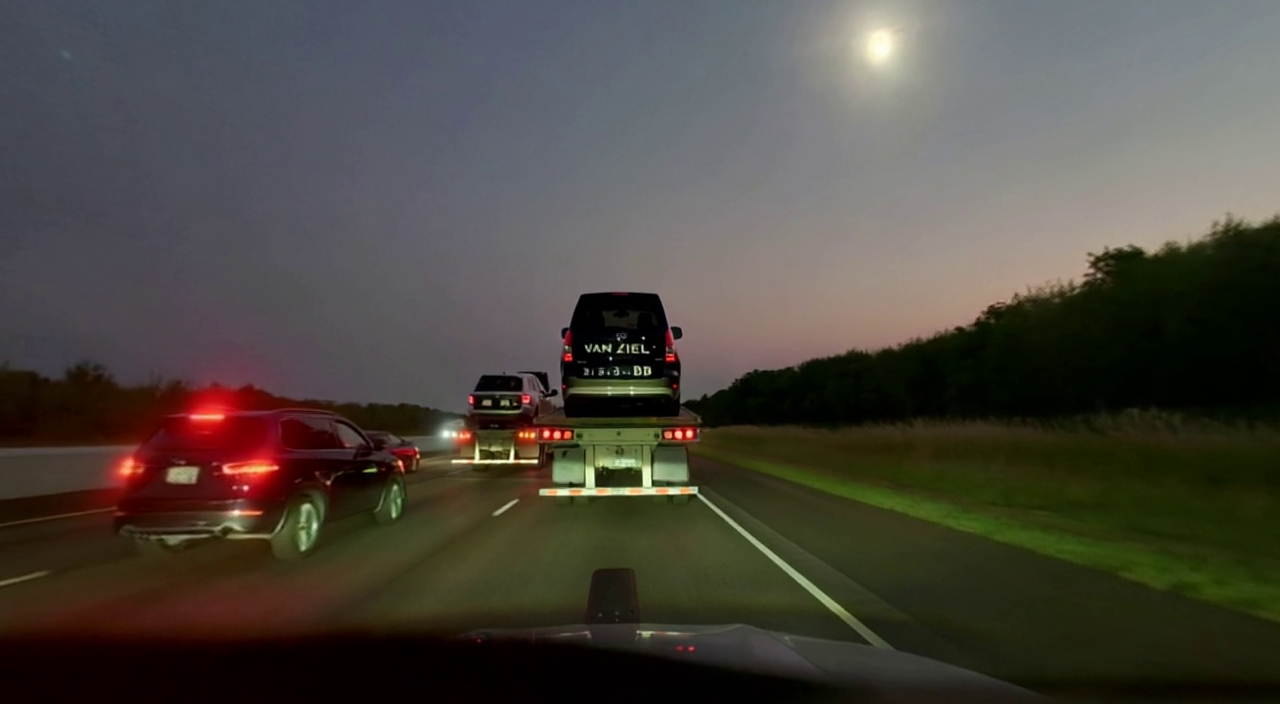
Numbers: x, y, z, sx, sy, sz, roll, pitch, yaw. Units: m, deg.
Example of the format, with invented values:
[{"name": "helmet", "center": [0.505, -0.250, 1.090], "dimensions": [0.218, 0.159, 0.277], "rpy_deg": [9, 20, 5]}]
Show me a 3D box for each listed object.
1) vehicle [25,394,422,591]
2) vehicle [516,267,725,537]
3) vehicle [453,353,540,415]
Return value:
[{"name": "vehicle", "center": [-4.335, 1.484, 7.636], "dimensions": [1.914, 1.675, 4.331], "rpy_deg": [0, -7, -2]}, {"name": "vehicle", "center": [-0.387, 1.221, 13.067], "dimensions": [2.738, 3.628, 9.223], "rpy_deg": [0, -7, -2]}, {"name": "vehicle", "center": [-4.787, 1.215, 21.793], "dimensions": [2.118, 1.799, 4.591], "rpy_deg": [0, -7, -3]}]
